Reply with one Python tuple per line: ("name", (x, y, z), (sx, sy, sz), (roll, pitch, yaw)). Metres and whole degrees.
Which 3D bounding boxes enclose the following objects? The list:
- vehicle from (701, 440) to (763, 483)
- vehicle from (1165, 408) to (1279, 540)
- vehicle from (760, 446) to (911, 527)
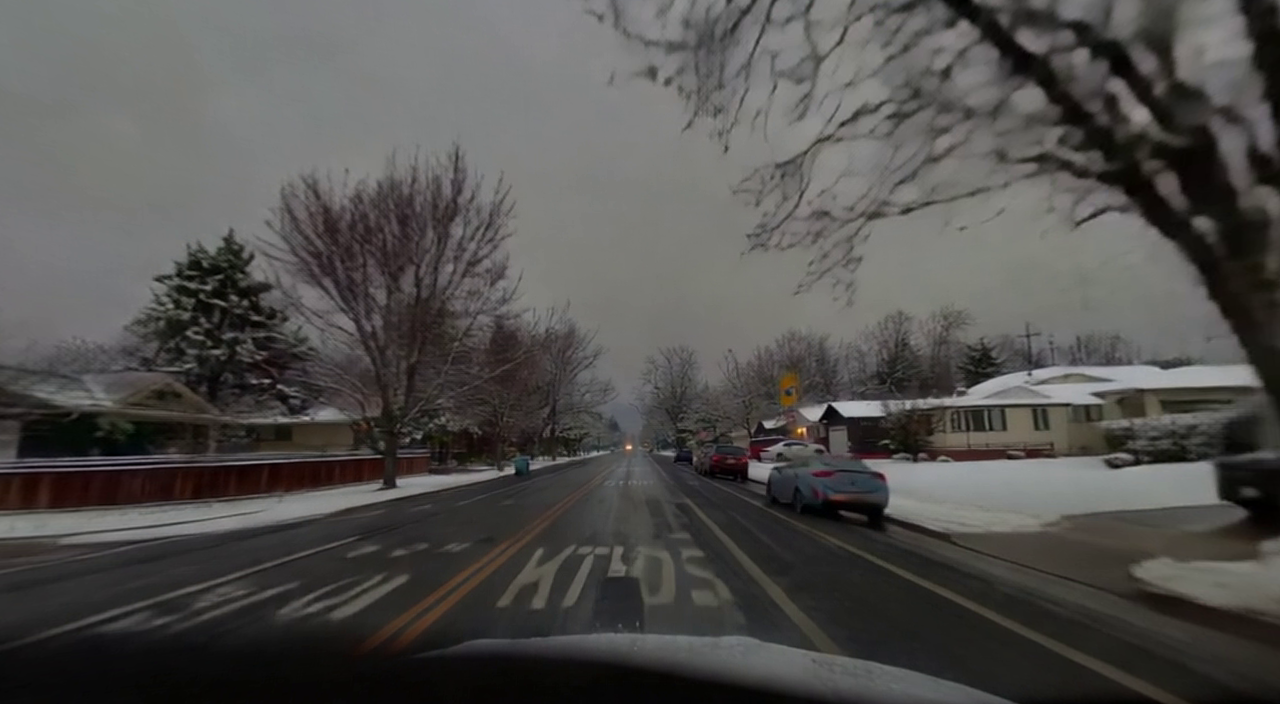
("vehicle", (4.061, 4.942, 28.757), (2.032, 1.792, 4.849), (0, -9, 0))
("vehicle", (10.808, 1.615, 9.367), (4.220, 1.714, 2.070), (-5, -8, -7))
("vehicle", (4.022, 2.814, 13.810), (1.940, 1.470, 4.101), (0, -9, -1))
